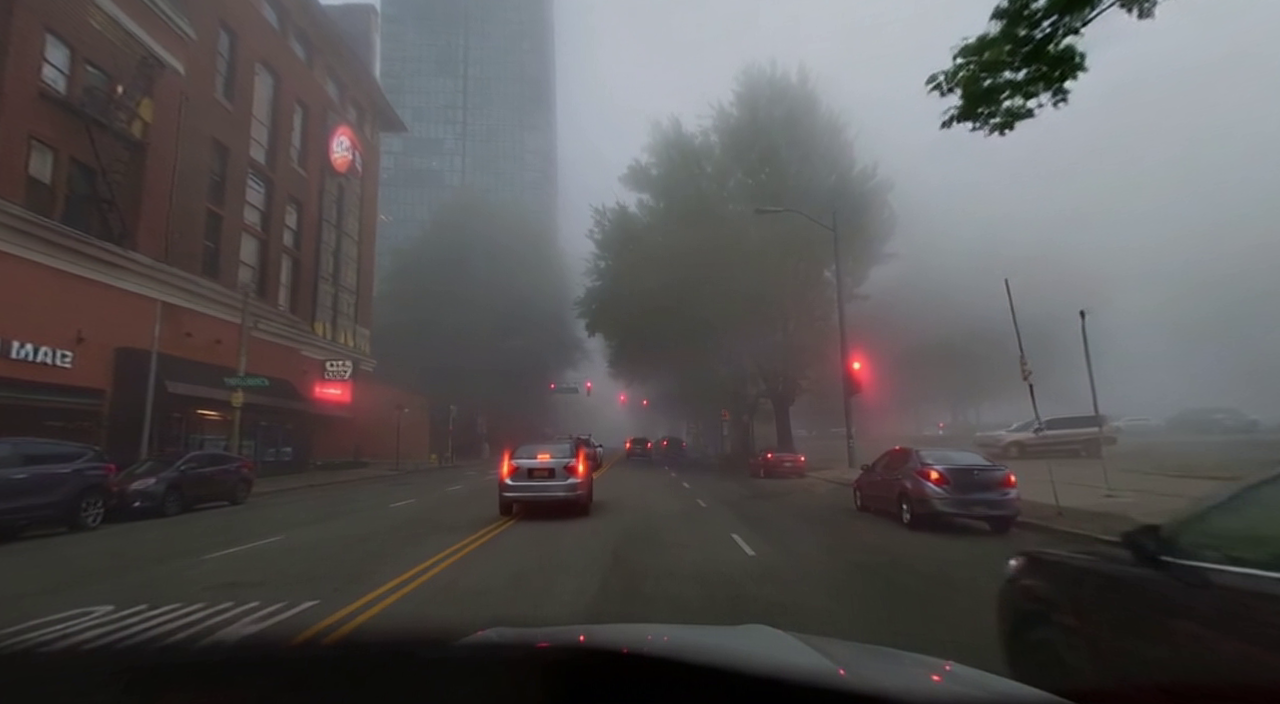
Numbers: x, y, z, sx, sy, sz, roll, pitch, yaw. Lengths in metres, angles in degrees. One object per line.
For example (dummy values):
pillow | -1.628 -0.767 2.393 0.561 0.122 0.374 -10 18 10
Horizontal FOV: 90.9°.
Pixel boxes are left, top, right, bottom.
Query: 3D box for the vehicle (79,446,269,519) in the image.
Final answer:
vehicle | -12.812 3.559 17.812 2.000 1.708 4.494 -2 -8 -1

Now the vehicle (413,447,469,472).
vehicle | -12.903 6.988 41.157 2.075 1.472 4.638 -1 -8 1

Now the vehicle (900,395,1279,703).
vehicle | 2.600 0.819 1.368 2.150 1.464 4.467 0 -8 0

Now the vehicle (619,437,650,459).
vehicle | -0.422 6.918 45.501 2.102 1.521 4.078 0 -8 -2

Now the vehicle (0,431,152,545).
vehicle | -12.758 2.525 11.820 2.384 2.044 6.030 0 -8 0

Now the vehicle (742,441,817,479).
vehicle | 5.661 4.447 26.249 1.956 1.446 4.537 0 -8 -2

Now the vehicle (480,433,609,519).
vehicle | -1.881 2.443 13.009 2.169 1.427 4.531 1 -8 -7
